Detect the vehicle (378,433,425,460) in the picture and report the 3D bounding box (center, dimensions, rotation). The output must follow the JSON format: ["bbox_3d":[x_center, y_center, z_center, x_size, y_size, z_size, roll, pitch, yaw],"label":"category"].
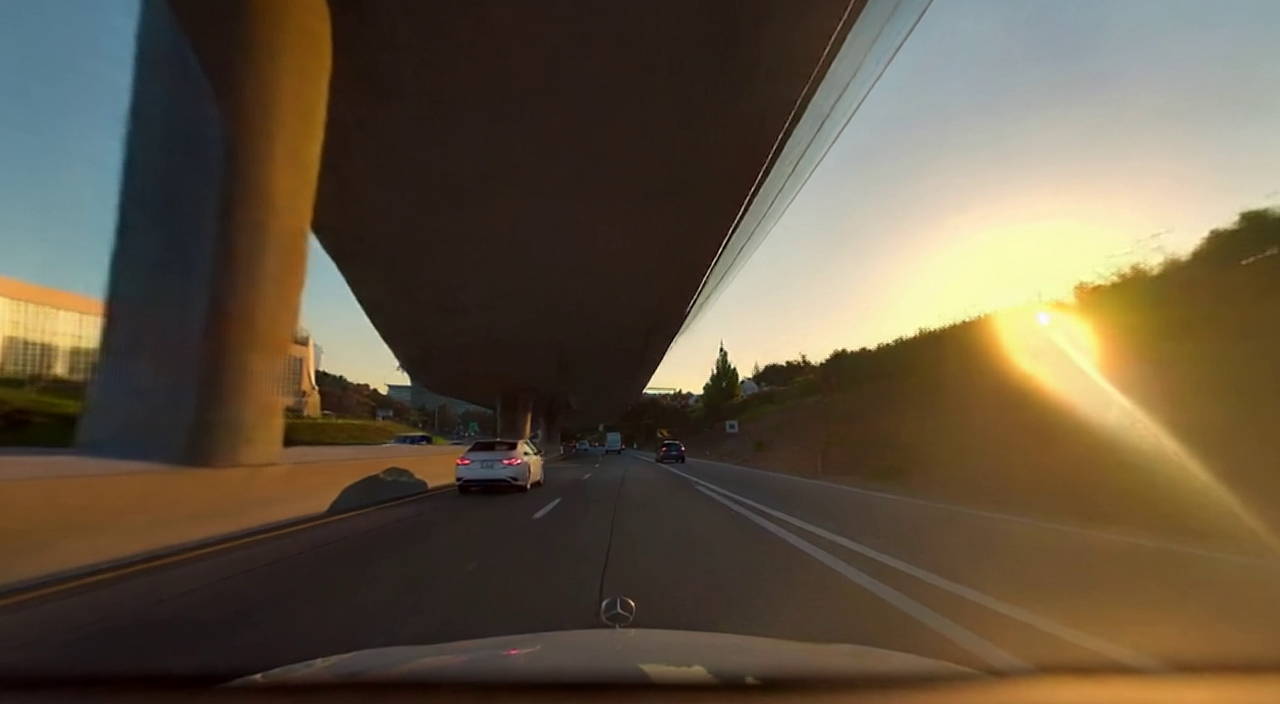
[{"bbox_3d":[-18.578,7.359,49.228,2.115,1.986,4.769,0,-8,-4],"label":"vehicle"}]

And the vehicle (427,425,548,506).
[{"bbox_3d":[-3.651,2.806,16.010,2.080,1.733,4.410,0,-8,-1],"label":"vehicle"}]

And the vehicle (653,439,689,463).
[{"bbox_3d":[2.184,7.155,45.522,2.078,1.608,3.982,0,-8,-6],"label":"vehicle"}]
